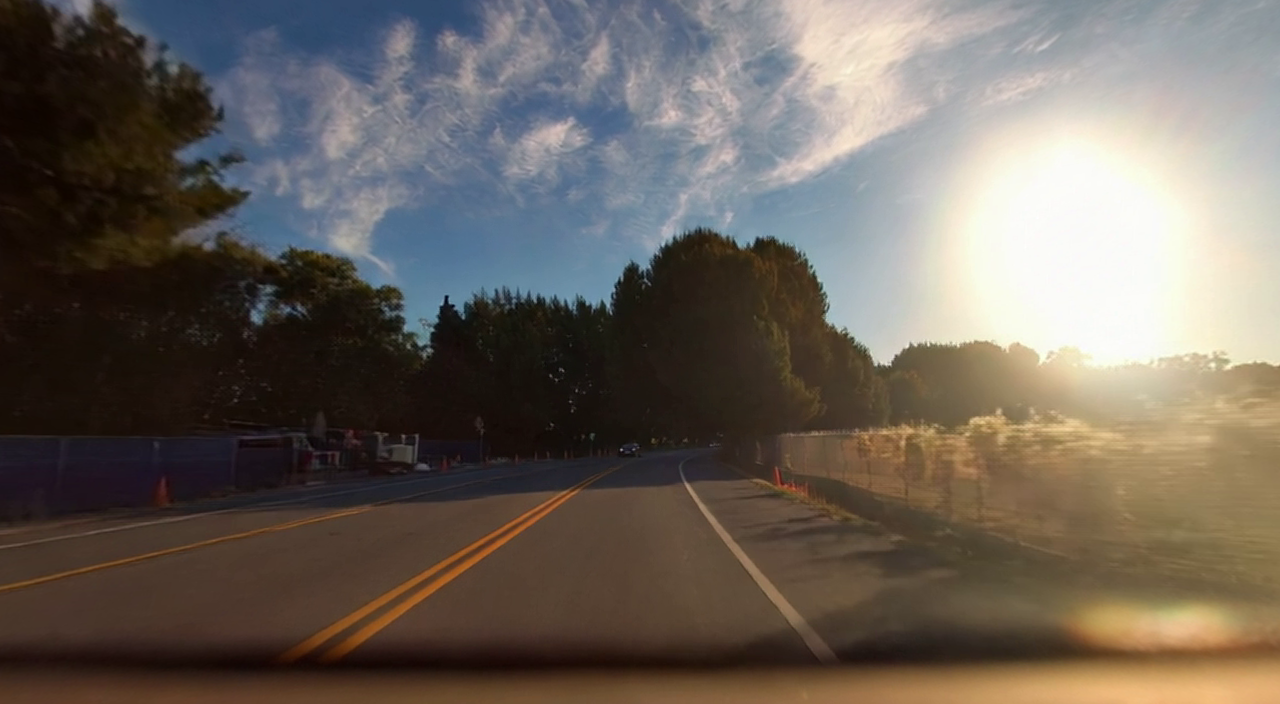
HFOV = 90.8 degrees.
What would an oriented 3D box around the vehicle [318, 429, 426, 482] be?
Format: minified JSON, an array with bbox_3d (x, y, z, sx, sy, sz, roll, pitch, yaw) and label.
[{"bbox_3d":[-11.694,4.574,28.228,2.244,2.022,6.102,-2,-8,-1],"label":"vehicle"}]
